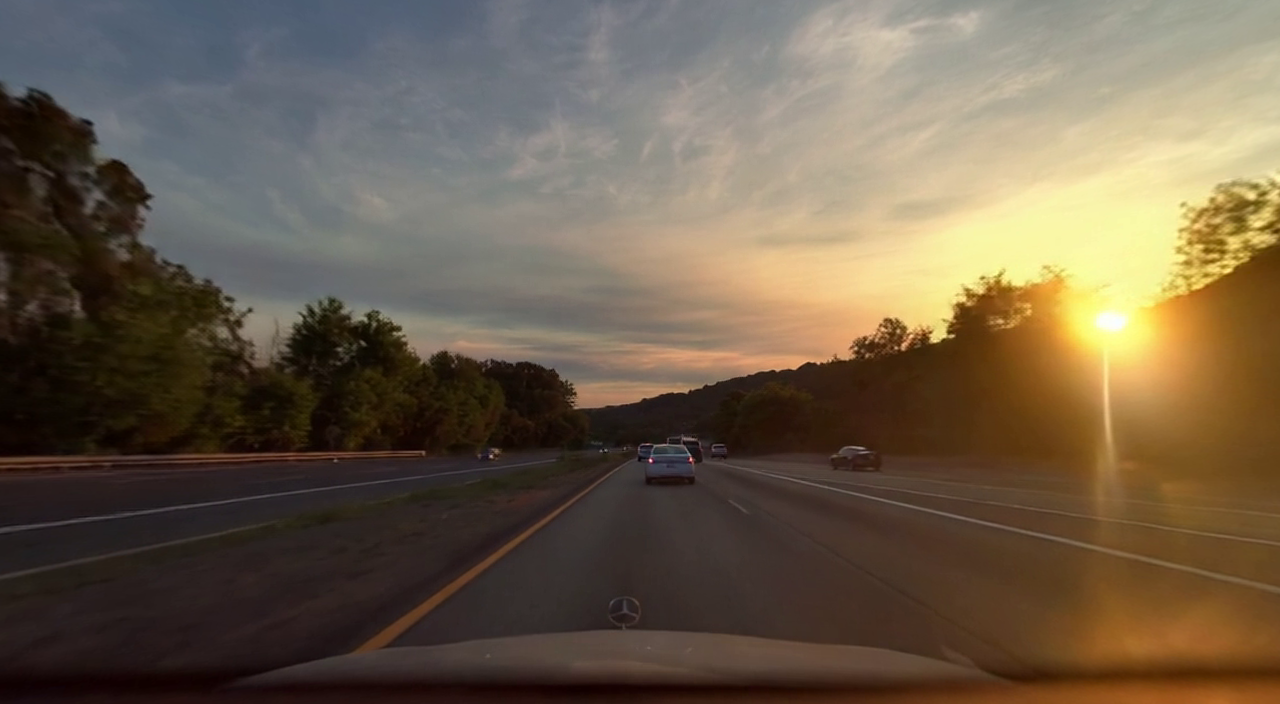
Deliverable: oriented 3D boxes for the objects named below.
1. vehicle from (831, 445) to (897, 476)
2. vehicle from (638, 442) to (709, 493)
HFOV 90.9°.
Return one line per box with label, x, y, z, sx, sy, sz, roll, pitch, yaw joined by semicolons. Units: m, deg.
vehicle;11.653;5.647;33.015;1.926;1.483;3.528;0;-9;-4
vehicle;0.972;3.699;20.537;2.053;1.483;4.185;0;-9;0
